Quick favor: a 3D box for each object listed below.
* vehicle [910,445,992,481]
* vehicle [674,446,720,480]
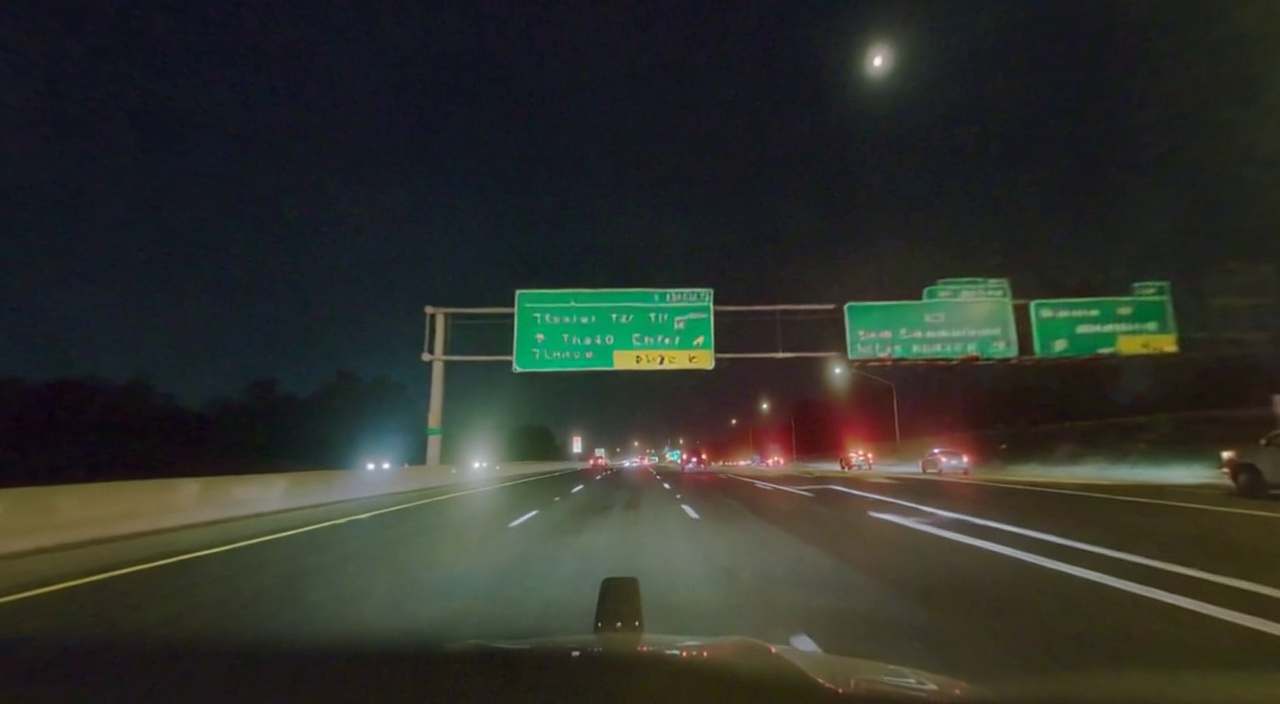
[{"bbox_3d":[16.512,5.898,33.748,2.116,1.754,4.727,0,-9,2],"label":"vehicle"},{"bbox_3d":[3.171,6.268,35.887,2.147,1.794,4.538,0,-9,-1],"label":"vehicle"}]
